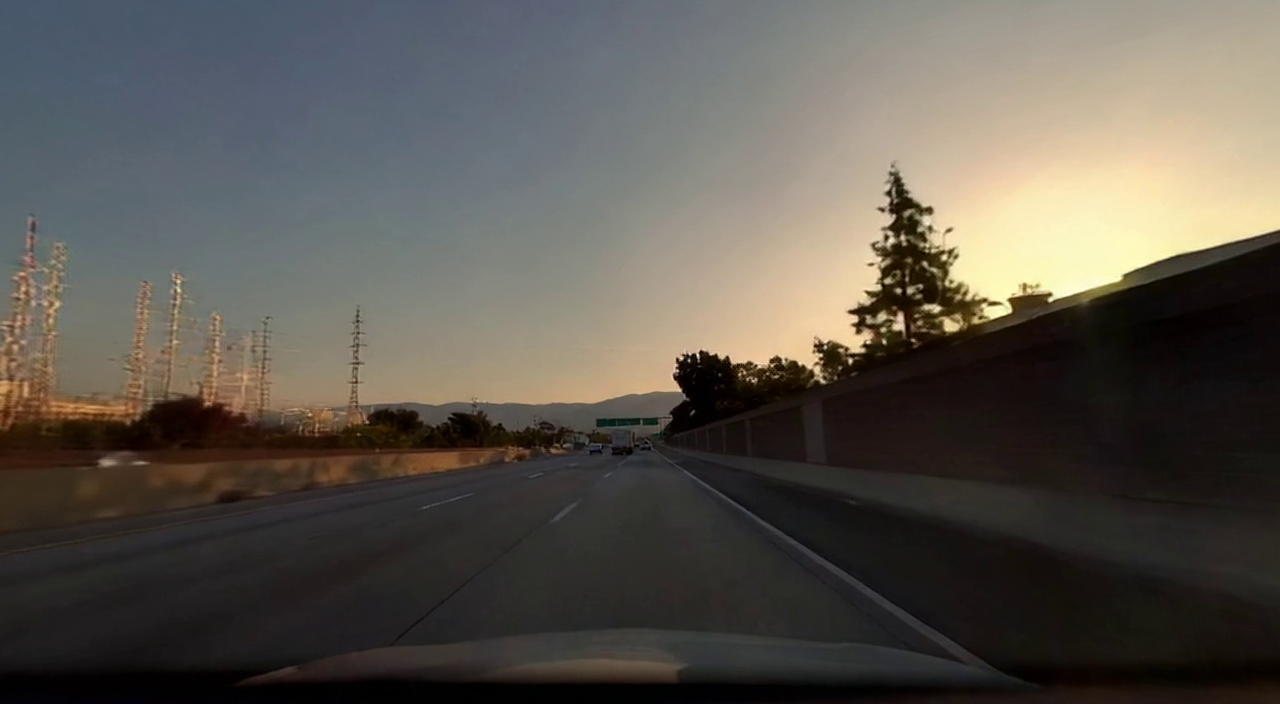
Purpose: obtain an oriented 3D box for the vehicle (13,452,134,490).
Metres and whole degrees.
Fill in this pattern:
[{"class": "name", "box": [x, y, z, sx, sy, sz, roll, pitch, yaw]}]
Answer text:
[{"class": "vehicle", "box": [-28.547, 5.978, 32.011, 1.941, 1.688, 4.481, 0, -8, 1]}]
